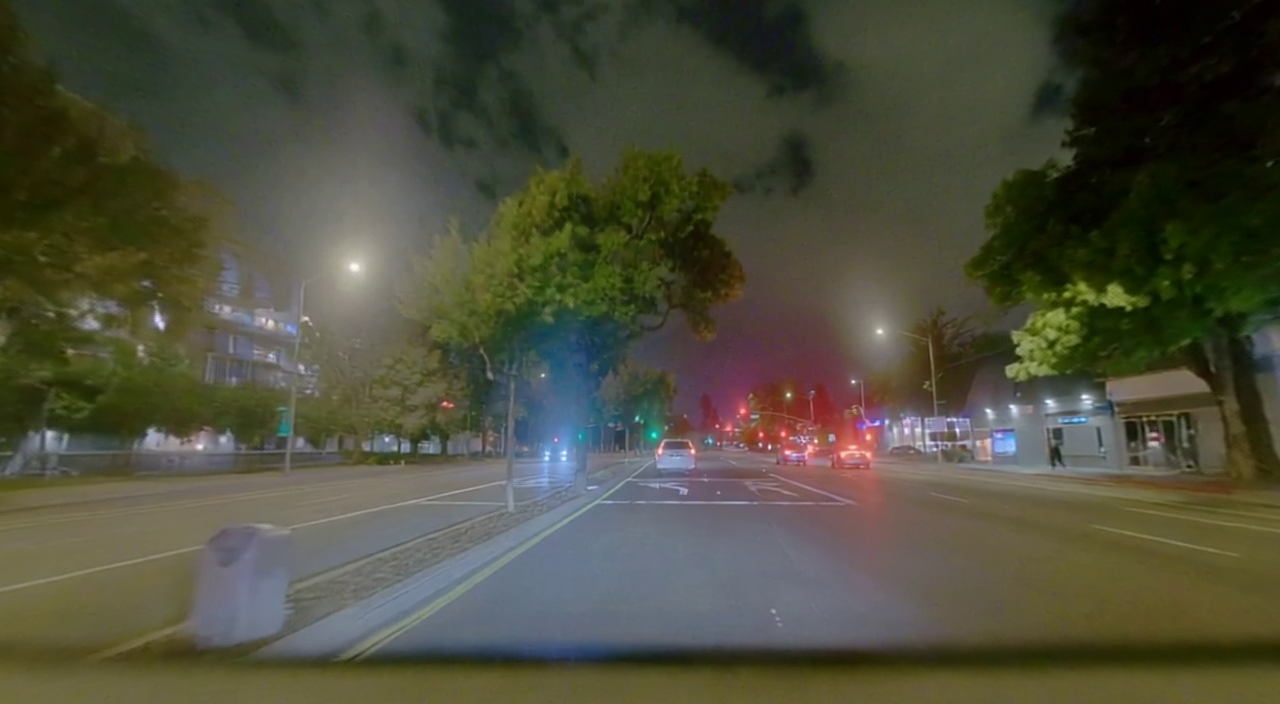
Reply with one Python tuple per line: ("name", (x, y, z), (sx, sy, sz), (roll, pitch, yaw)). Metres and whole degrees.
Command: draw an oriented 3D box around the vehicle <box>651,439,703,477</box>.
("vehicle", (1.565, 4.493, 27.129), (2.064, 1.477, 3.968), (0, -8, 3))
